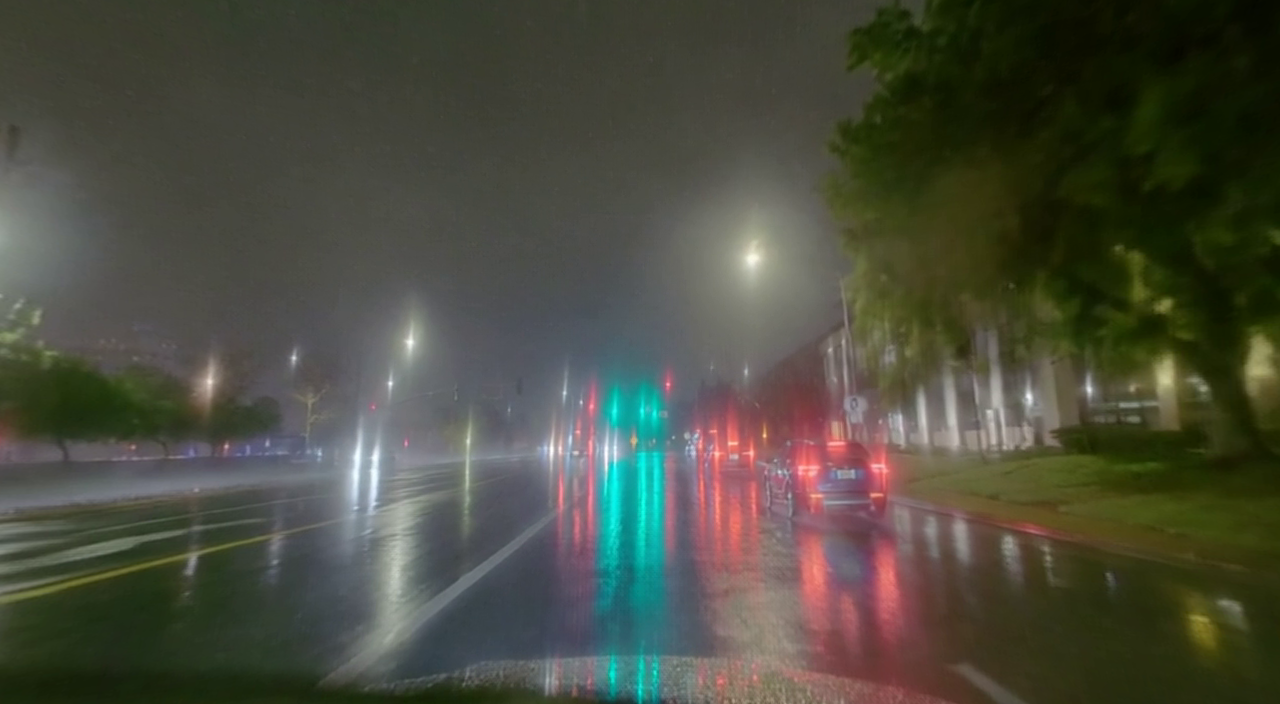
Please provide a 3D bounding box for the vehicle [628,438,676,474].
[{"bbox_3d":[0.509,4.534,27.648,1.971,1.433,3.923,0,-8,1],"label":"vehicle"}]

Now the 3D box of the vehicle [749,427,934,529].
[{"bbox_3d":[3.363,2.190,11.558,1.948,1.474,4.360,0,-8,0],"label":"vehicle"}]

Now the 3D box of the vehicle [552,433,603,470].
[{"bbox_3d":[-3.050,4.980,31.667,2.023,1.720,4.452,0,-8,2],"label":"vehicle"}]

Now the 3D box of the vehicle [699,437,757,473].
[{"bbox_3d":[3.851,4.584,28.181,1.913,1.463,4.198,0,-8,-1],"label":"vehicle"}]
